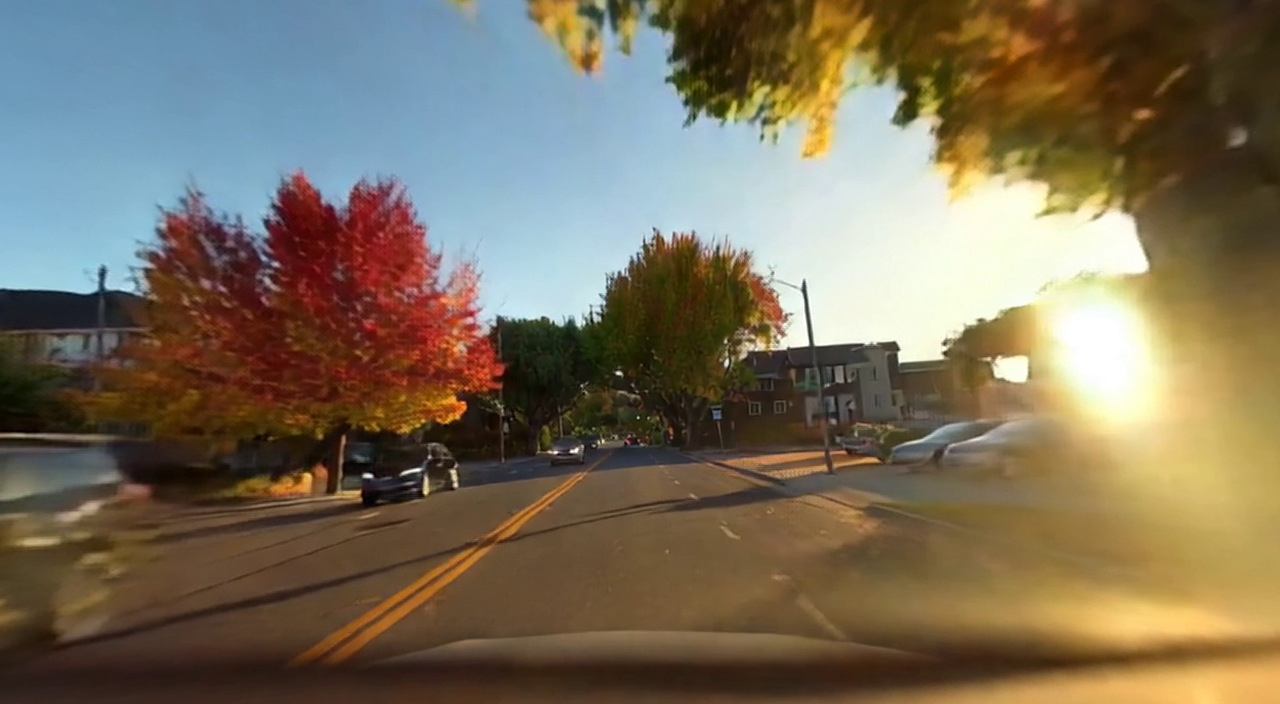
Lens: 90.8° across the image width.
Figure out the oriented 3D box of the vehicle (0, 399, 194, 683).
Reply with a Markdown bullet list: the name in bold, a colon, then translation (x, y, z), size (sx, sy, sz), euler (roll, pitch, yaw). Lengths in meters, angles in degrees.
- **vehicle**: translation (-5.103, 1.072, 3.220), size (2.481, 1.714, 4.702), euler (0, -9, -5)

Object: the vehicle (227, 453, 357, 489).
- **vehicle**: translation (-15.141, 5.193, 27.641), size (4.649, 1.423, 1.850), euler (-2, -8, 5)

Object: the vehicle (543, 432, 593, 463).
- **vehicle**: translation (-4.114, 5.582, 36.949), size (2.356, 1.702, 4.700), euler (-1, -8, 0)

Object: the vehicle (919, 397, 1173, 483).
- **vehicle**: translation (9.264, 2.083, 14.810), size (4.385, 1.612, 2.070), euler (-4, -9, 5)

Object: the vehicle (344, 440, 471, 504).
- **vehicle**: translation (-6.212, 3.214, 17.488), size (1.968, 1.483, 4.279), euler (0, -8, -2)
